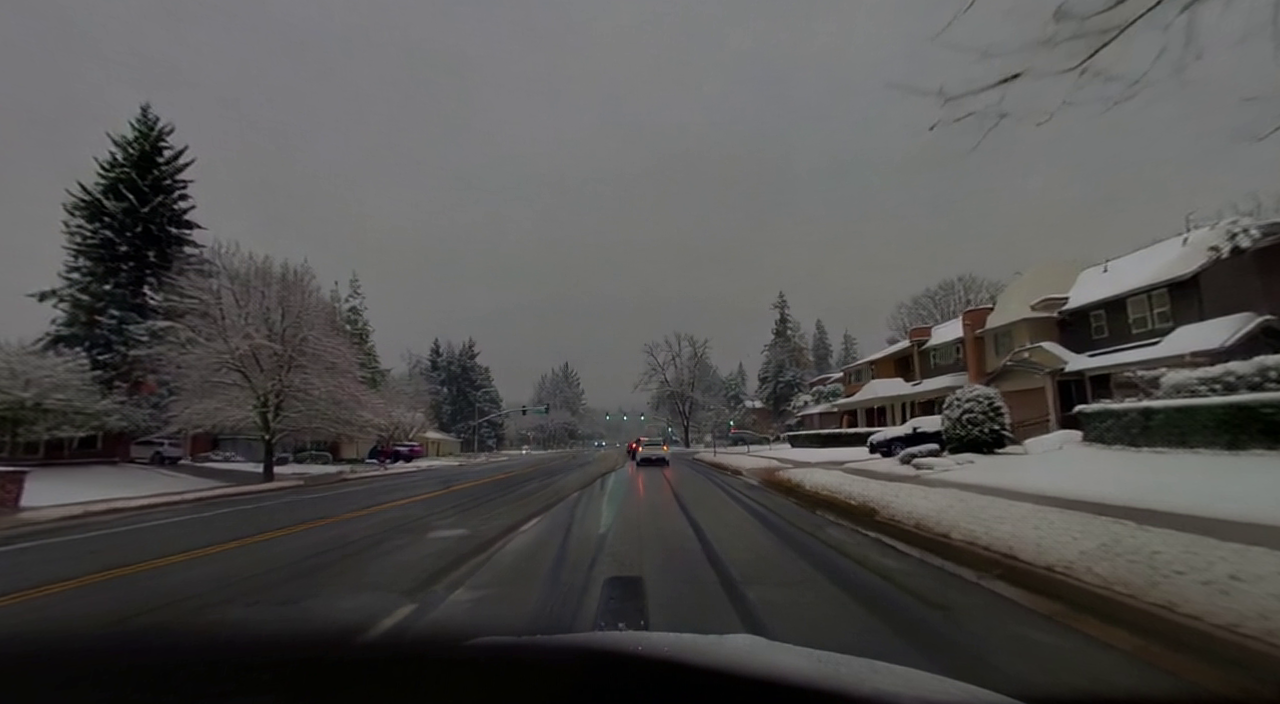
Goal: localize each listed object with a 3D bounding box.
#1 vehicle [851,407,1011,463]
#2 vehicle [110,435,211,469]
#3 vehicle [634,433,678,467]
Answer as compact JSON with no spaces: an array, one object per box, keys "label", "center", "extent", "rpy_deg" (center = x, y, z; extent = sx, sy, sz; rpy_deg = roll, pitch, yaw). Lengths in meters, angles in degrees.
[{"label":"vehicle","center":[10.376,3.001,22.759],"extent":[4.746,1.485,1.916],"rpy_deg":[-5,-8,0]},{"label":"vehicle","center":[-28.255,5.847,37.124],"extent":[5.100,1.864,2.490],"rpy_deg":[-4,-9,25]},{"label":"vehicle","center":[0.793,4.920,31.683],"extent":[2.088,1.607,3.903],"rpy_deg":[0,-8,1]}]
